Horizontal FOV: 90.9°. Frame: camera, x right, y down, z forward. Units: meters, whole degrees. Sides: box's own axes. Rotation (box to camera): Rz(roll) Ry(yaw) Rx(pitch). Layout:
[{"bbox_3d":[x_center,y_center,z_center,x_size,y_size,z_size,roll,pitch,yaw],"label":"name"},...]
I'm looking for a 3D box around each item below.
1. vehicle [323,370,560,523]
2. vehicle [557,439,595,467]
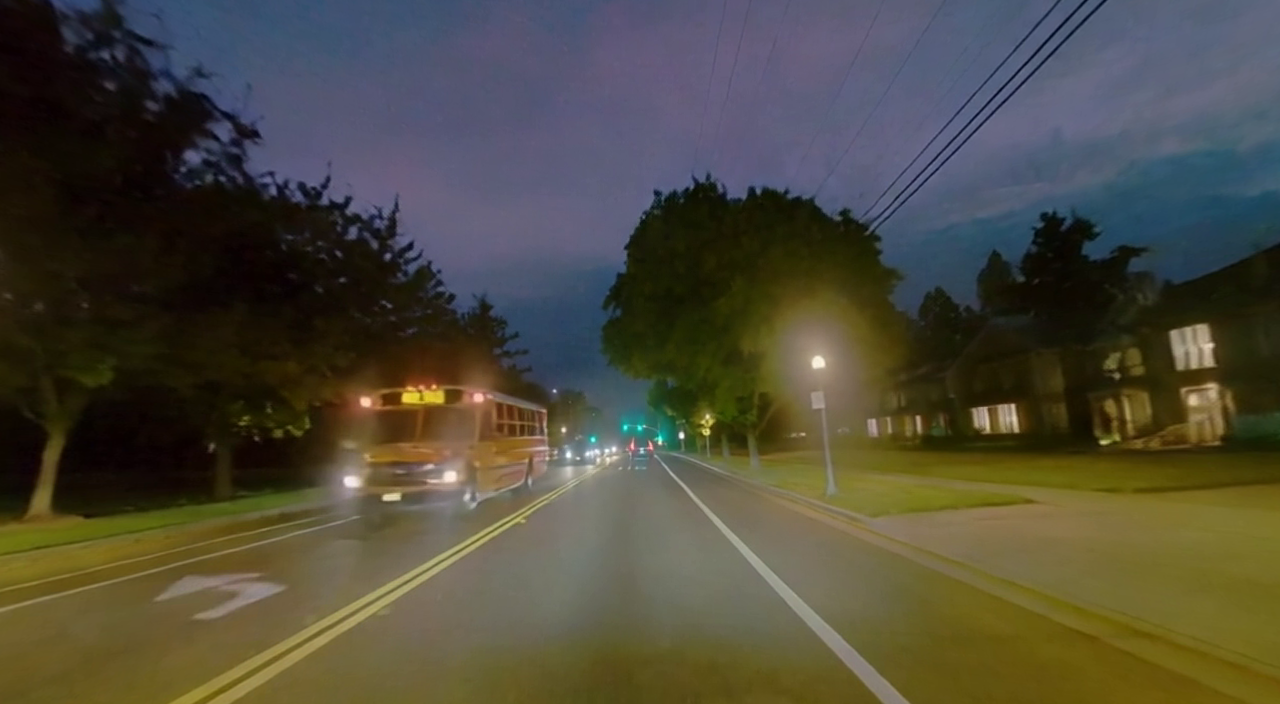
[{"bbox_3d":[-4.274,2.414,16.338,2.966,2.818,9.113,0,-8,1],"label":"vehicle"},{"bbox_3d":[-4.220,6.762,42.353,2.069,1.707,4.385,0,-8,1],"label":"vehicle"}]
